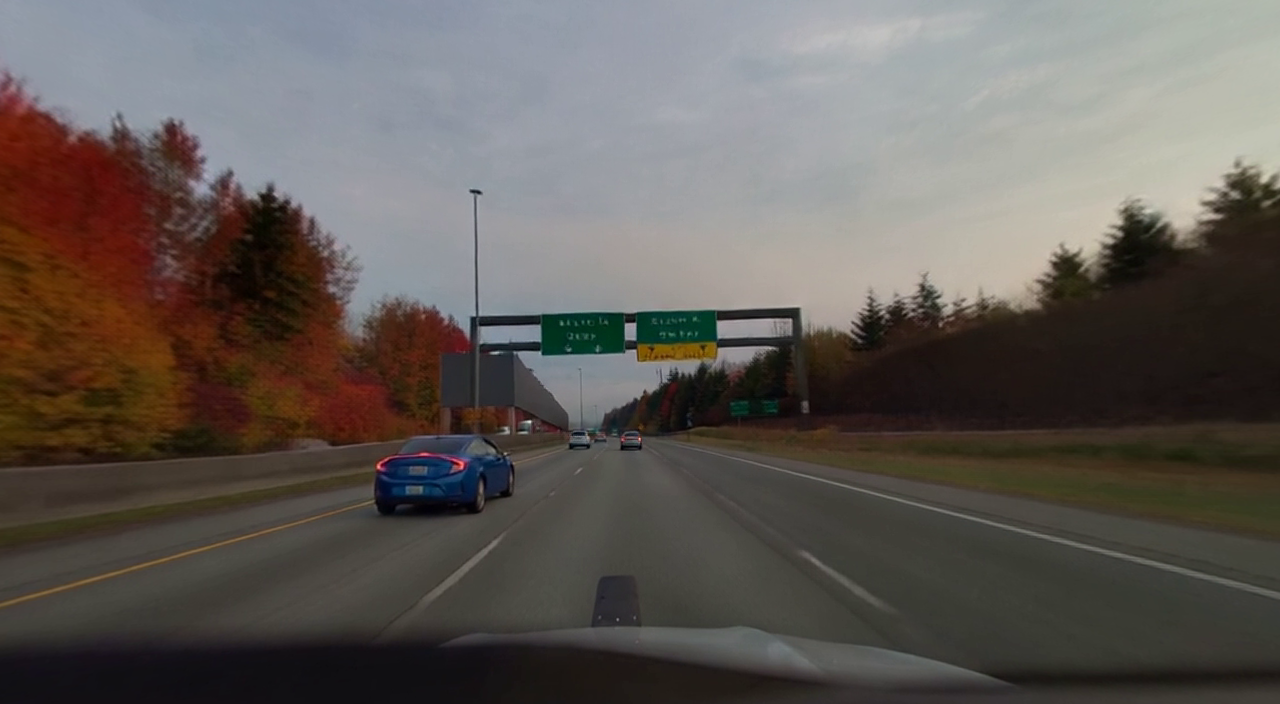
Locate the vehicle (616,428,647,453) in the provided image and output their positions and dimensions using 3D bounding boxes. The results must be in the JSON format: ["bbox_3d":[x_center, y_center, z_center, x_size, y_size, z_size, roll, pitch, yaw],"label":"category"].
[{"bbox_3d":[-0.627,6.121,43.588,2.054,1.609,3.859,0,-8,-1],"label":"vehicle"}]

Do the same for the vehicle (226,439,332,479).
[{"bbox_3d":[-15.479,4.582,27.301,1.942,1.528,4.641,0,-8,-1],"label":"vehicle"}]

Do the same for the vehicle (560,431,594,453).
[{"bbox_3d":[-4.492,6.522,45.646,2.071,1.524,4.398,0,-8,-1],"label":"vehicle"}]

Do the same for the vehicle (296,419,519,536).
[{"bbox_3d":[-3.463,1.941,10.509,1.989,1.497,4.645,0,-8,-1],"label":"vehicle"}]
